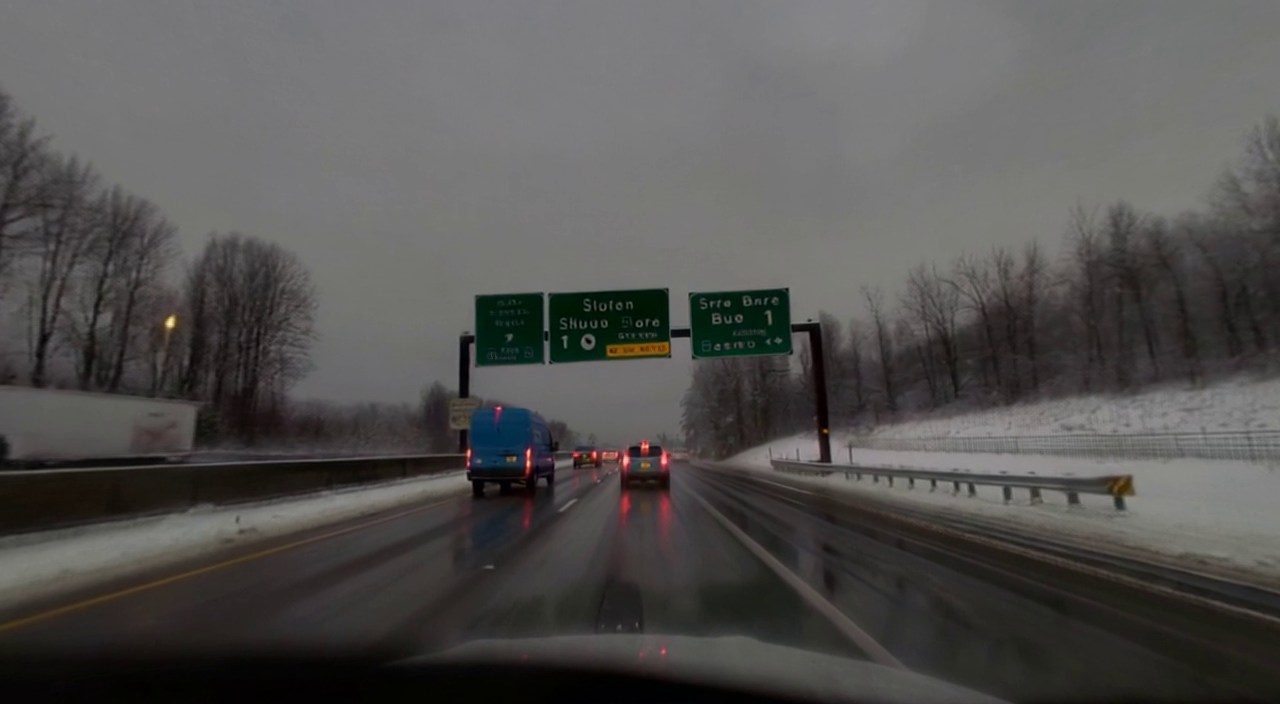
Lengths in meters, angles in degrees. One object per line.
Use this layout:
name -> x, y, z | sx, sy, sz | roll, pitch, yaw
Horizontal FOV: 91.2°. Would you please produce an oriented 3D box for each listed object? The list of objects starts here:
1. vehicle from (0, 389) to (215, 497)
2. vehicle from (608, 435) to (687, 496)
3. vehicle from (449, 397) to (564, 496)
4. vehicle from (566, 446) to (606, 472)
vehicle -> -25.614, 4.092, 28.134 | 2.906, 4.059, 14.158 | 0, -8, 1
vehicle -> 0.265, 3.484, 19.559 | 2.195, 1.679, 4.070 | -1, -9, 1
vehicle -> -4.015, 3.031, 20.125 | 2.275, 2.692, 5.810 | 0, -9, 1
vehicle -> -3.319, 6.682, 39.230 | 2.015, 1.496, 4.312 | 0, -9, 1
